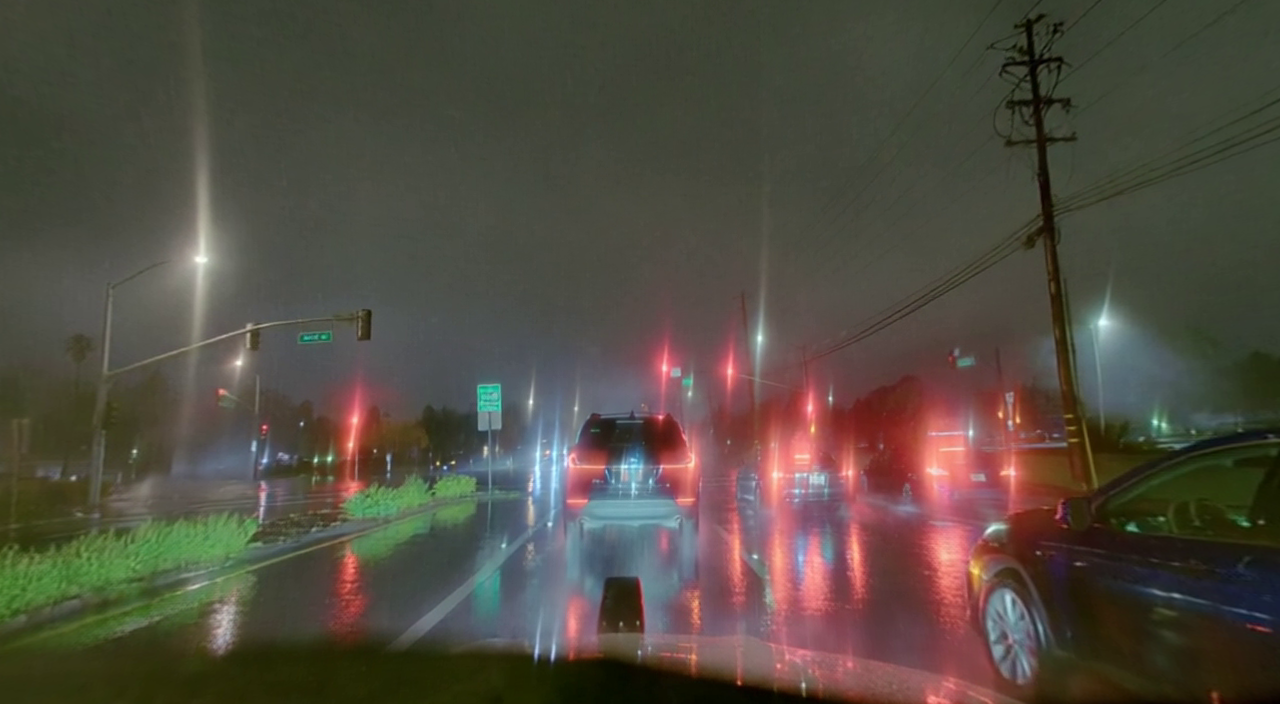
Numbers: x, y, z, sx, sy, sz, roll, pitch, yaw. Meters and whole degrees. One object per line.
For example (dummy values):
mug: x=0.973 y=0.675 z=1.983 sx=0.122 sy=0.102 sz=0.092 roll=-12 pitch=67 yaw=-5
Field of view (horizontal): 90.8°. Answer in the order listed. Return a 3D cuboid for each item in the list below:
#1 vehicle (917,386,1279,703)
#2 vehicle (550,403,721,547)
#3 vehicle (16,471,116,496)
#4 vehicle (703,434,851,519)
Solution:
vehicle: x=2.730 y=0.824 z=1.686 sx=2.004 sy=1.460 sz=4.297 roll=0 pitch=-9 yaw=0
vehicle: x=-0.129 y=1.971 z=10.770 sx=2.236 sy=1.856 sz=4.816 roll=0 pitch=-9 yaw=-2
vehicle: x=-38.352 y=8.783 z=42.318 sx=4.569 sy=1.505 sz=1.992 roll=0 pitch=-9 yaw=-5
vehicle: x=2.654 y=2.535 z=13.439 sx=2.025 sy=1.477 sz=4.333 roll=0 pitch=-9 yaw=-2
